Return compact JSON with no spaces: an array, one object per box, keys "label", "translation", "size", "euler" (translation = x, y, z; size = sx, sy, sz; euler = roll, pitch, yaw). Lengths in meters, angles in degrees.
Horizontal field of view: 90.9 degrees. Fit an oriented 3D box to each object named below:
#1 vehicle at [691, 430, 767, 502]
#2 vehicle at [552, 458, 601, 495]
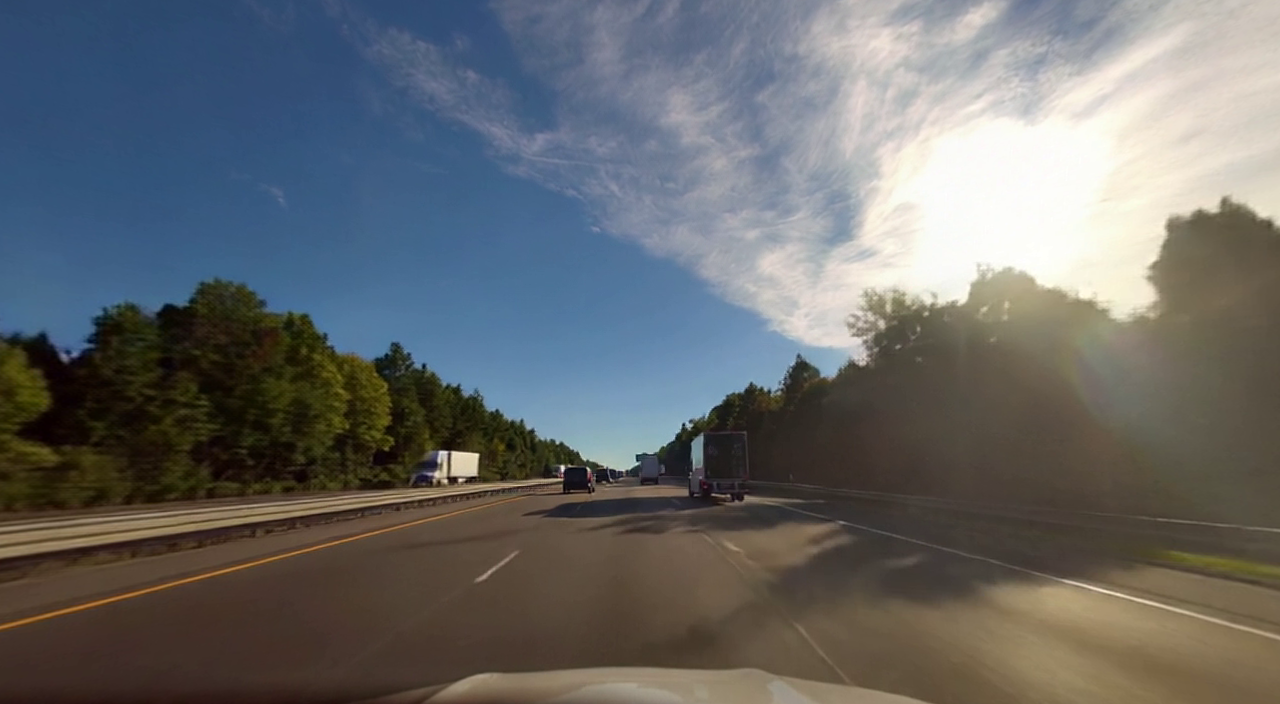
[{"label":"vehicle","translation":[3.947,5.301,29.231],"size":[2.703,2.988,5.097],"euler":[1,-11,-1]},{"label":"vehicle","translation":[-3.485,6.953,35.340],"size":[2.204,1.852,4.661],"euler":[1,-10,0]}]
